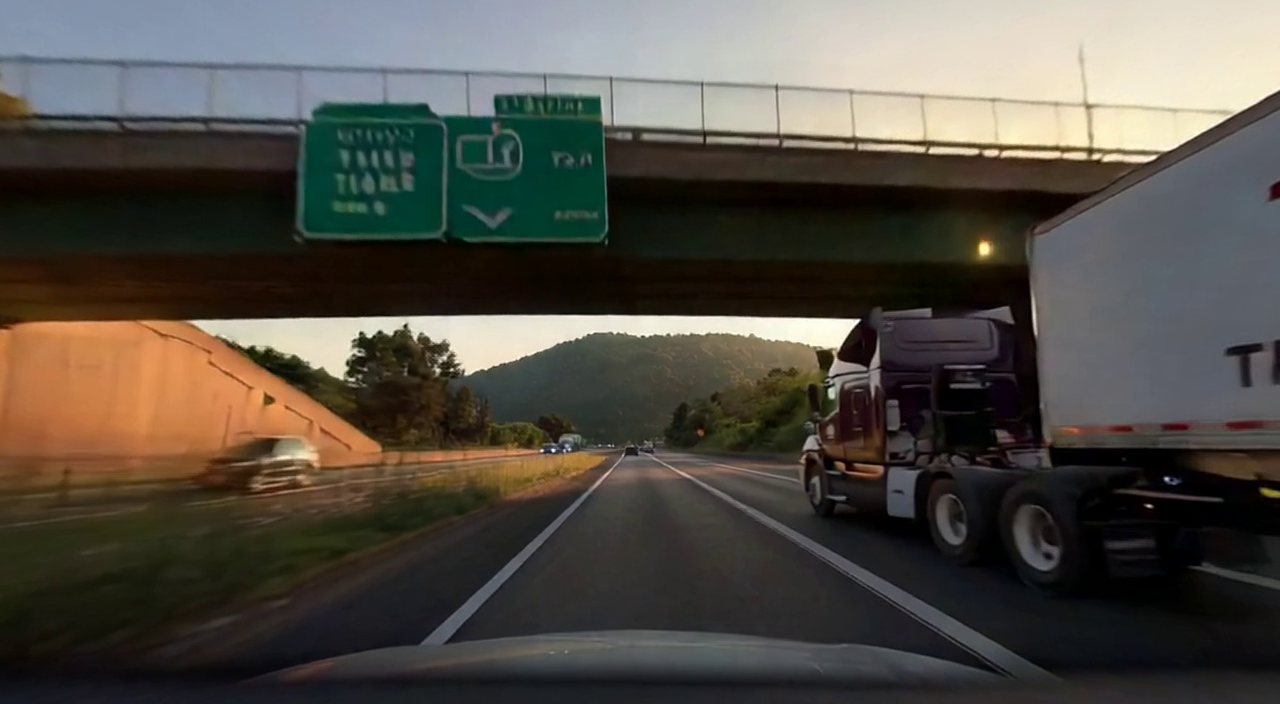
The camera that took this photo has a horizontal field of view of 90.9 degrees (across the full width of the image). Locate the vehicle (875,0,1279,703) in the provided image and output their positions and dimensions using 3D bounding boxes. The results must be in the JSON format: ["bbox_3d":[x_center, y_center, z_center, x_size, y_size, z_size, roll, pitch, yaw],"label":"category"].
[{"bbox_3d":[4.902,-0.444,1.601,2.983,4.030,14.444,0,-9,0],"label":"vehicle"}]
